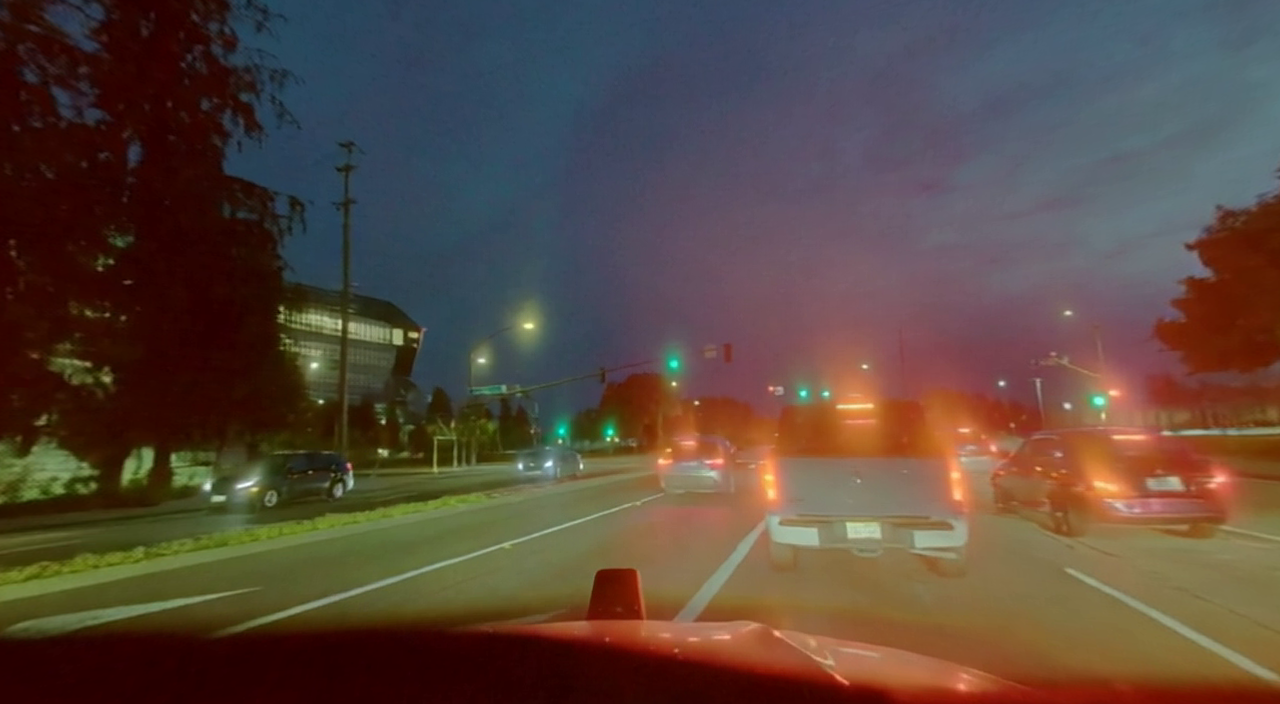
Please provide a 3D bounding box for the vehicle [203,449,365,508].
[{"bbox_3d":[-11.699,4.137,21.129,2.018,1.715,4.451,-3,-9,17],"label":"vehicle"}]

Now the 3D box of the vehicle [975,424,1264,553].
[{"bbox_3d":[6.658,1.887,9.420,1.862,1.451,4.083,-2,-9,14],"label":"vehicle"}]

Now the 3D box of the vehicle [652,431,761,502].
[{"bbox_3d":[1.810,2.791,15.800,2.010,1.515,4.152,-3,-9,15],"label":"vehicle"}]

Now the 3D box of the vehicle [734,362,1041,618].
[{"bbox_3d":[2.479,1.373,7.167,2.188,1.892,4.488,-3,-9,15],"label":"vehicle"}]

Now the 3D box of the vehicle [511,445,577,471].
[{"bbox_3d":[-5.984,6.668,39.911,2.005,1.489,4.650,-4,-9,21],"label":"vehicle"}]
